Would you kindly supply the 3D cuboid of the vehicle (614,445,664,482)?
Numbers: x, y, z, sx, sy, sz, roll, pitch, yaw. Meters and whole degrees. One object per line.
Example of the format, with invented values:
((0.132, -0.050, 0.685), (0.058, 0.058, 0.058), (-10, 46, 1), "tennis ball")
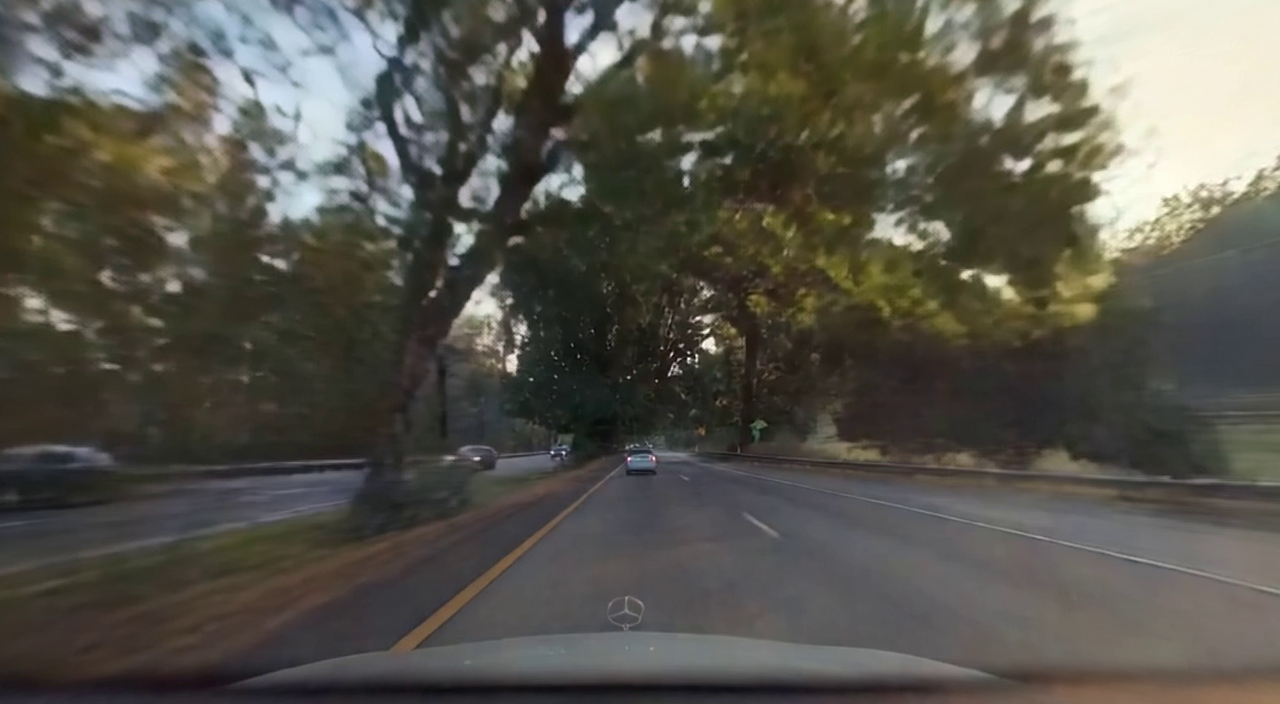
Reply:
((-0.063, 4.982, 28.448), (2.114, 1.523, 4.012), (0, -9, -1), "vehicle")

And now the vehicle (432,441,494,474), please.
((-9.301, 5.588, 33.538), (2.026, 1.640, 4.267), (0, -9, 1), "vehicle")
